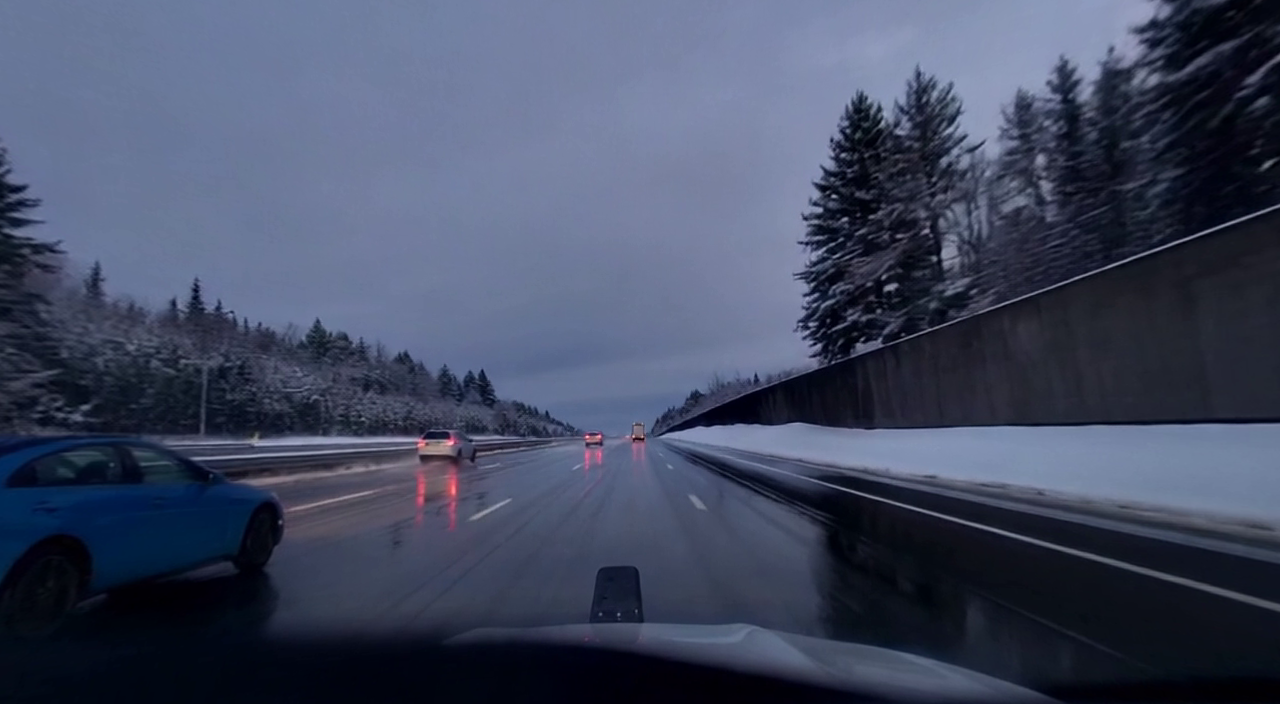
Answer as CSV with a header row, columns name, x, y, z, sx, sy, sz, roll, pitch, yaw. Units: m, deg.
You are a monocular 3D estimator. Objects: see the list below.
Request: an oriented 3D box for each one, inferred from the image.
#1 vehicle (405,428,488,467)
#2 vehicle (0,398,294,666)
name,x,y,z,sx,sy,sz,roll,pitch,yaw
vehicle,-8.524,4.244,28.191,2.053,1.582,4.878,0,-8,1
vehicle,-4.643,1.142,4.485,2.079,1.500,3.881,0,-8,1
